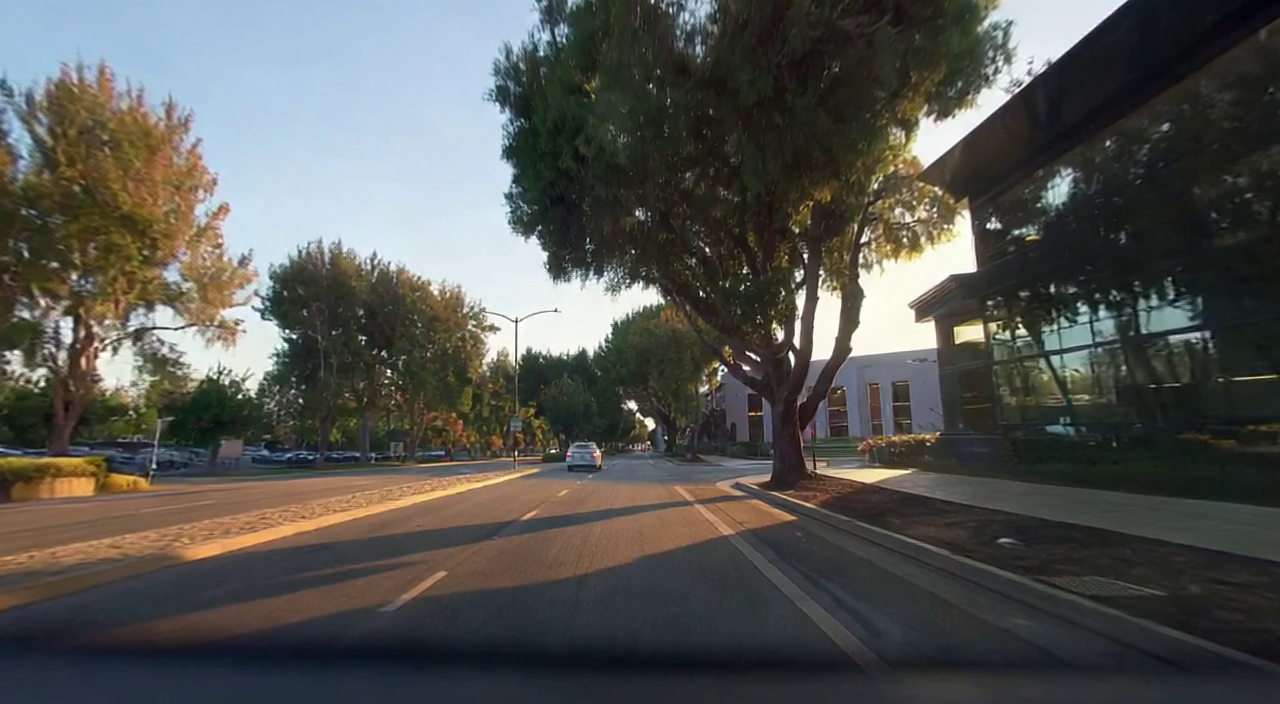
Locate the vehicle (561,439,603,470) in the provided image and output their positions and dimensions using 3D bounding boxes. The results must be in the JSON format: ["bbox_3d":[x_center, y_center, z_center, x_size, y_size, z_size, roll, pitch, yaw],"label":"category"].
[{"bbox_3d":[-3.466,6.256,38.704,2.179,1.771,4.267,0,-9,0],"label":"vehicle"}]
